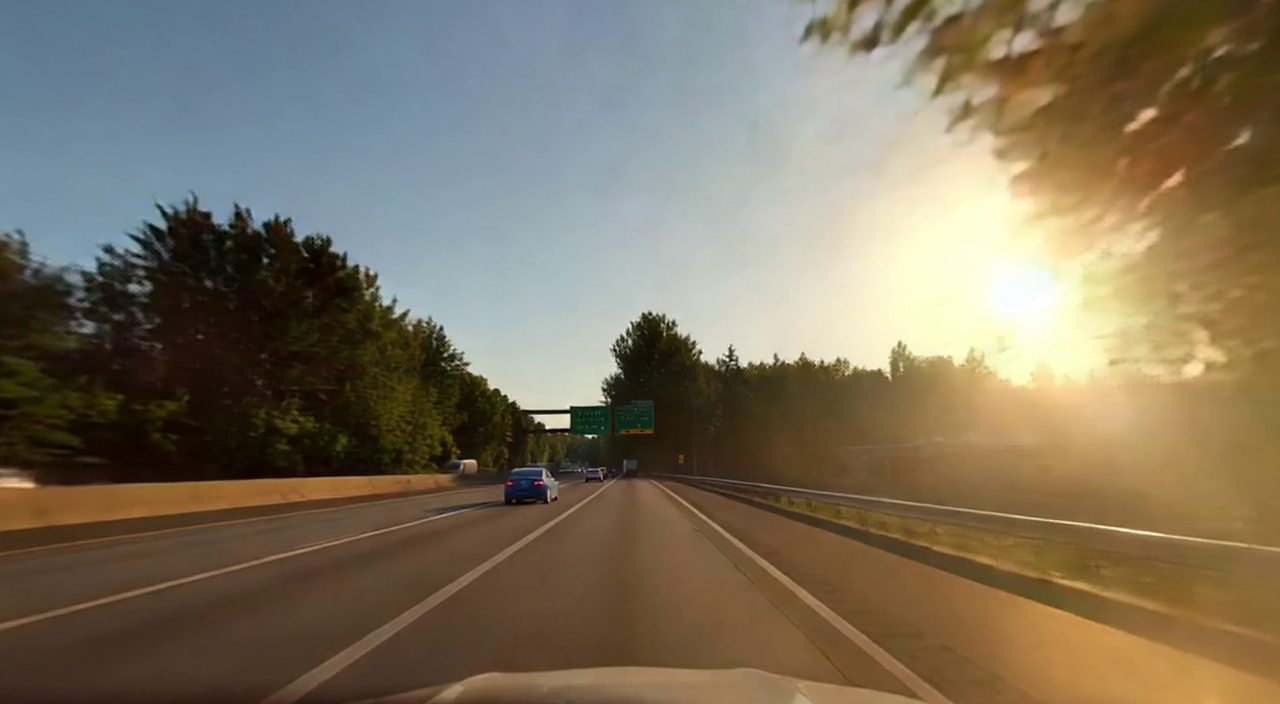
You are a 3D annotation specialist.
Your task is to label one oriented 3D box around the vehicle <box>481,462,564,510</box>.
[{"bbox_3d":[-4.008,4.672,22.301,1.995,1.467,4.467,0,-10,1],"label":"vehicle"}]
